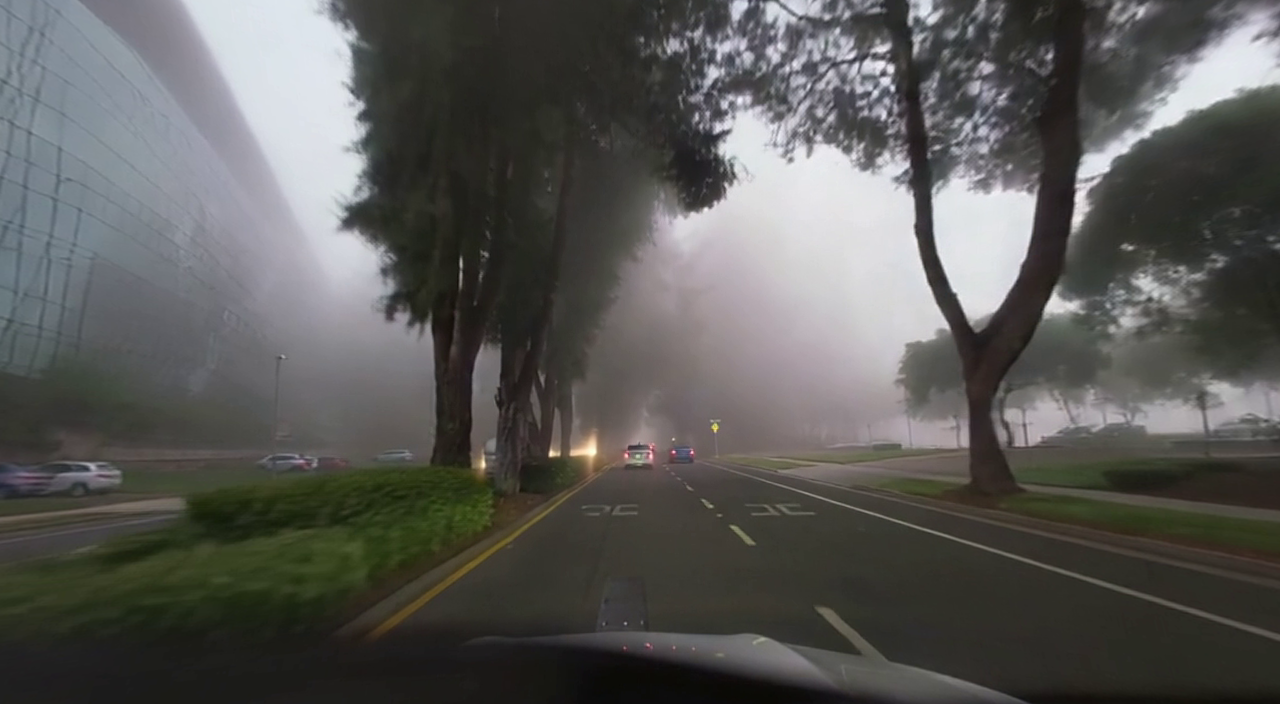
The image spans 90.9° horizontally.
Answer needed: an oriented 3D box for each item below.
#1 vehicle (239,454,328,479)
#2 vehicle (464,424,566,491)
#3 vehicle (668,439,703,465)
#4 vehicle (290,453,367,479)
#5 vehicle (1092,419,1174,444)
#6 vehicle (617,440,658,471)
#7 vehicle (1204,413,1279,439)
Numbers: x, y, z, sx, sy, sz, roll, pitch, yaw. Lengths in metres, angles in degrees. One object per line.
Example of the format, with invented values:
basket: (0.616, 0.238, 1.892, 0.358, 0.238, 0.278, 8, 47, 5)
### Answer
vehicle: (-22.058, 7.082, 39.113, 4.243, 1.478, 2.035, 1, -8, -5)
vehicle: (-3.963, 3.474, 21.121, 2.301, 1.946, 5.199, 0, -8, 1)
vehicle: (3.239, 7.238, 45.659, 2.189, 1.766, 4.495, 0, -8, 0)
vehicle: (-21.637, 7.907, 43.917, 4.351, 1.432, 2.037, -3, -8, 1)
vehicle: (36.906, 5.988, 47.290, 4.343, 1.714, 1.983, -2, -8, 2)
vehicle: (-0.116, 5.613, 34.384, 2.109, 1.612, 3.963, 0, -8, 0)
vehicle: (36.212, 4.373, 36.880, 4.482, 1.462, 1.943, 0, -8, -1)
